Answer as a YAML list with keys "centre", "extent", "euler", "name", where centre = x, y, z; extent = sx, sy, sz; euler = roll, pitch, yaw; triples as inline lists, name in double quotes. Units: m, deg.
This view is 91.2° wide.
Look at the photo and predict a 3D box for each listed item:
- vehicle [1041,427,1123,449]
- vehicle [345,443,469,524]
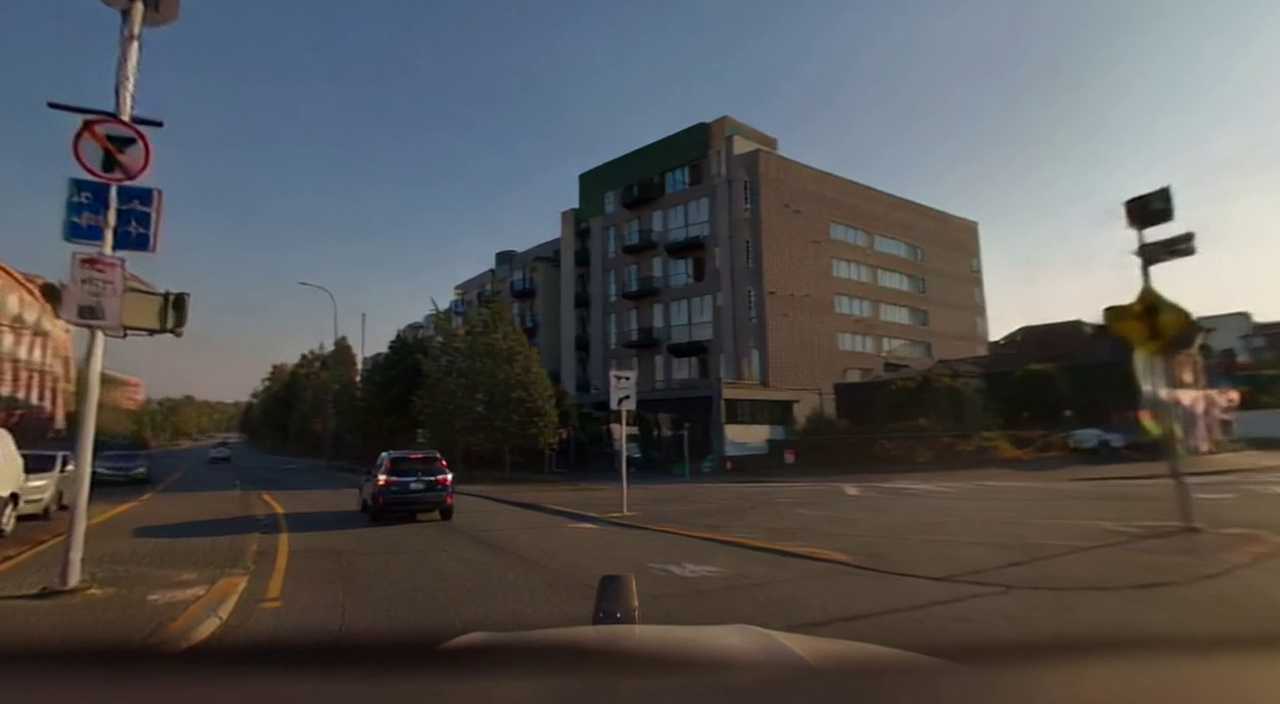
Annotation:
- centre: [32.667, 6.420, 46.470]
  extent: [1.803, 1.526, 4.529]
  euler: [4, -10, -30]
  name: "vehicle"
- centre: [-5.350, 2.850, 14.098]
  extent: [2.014, 1.525, 3.670]
  euler: [4, -10, -29]
  name: "vehicle"
